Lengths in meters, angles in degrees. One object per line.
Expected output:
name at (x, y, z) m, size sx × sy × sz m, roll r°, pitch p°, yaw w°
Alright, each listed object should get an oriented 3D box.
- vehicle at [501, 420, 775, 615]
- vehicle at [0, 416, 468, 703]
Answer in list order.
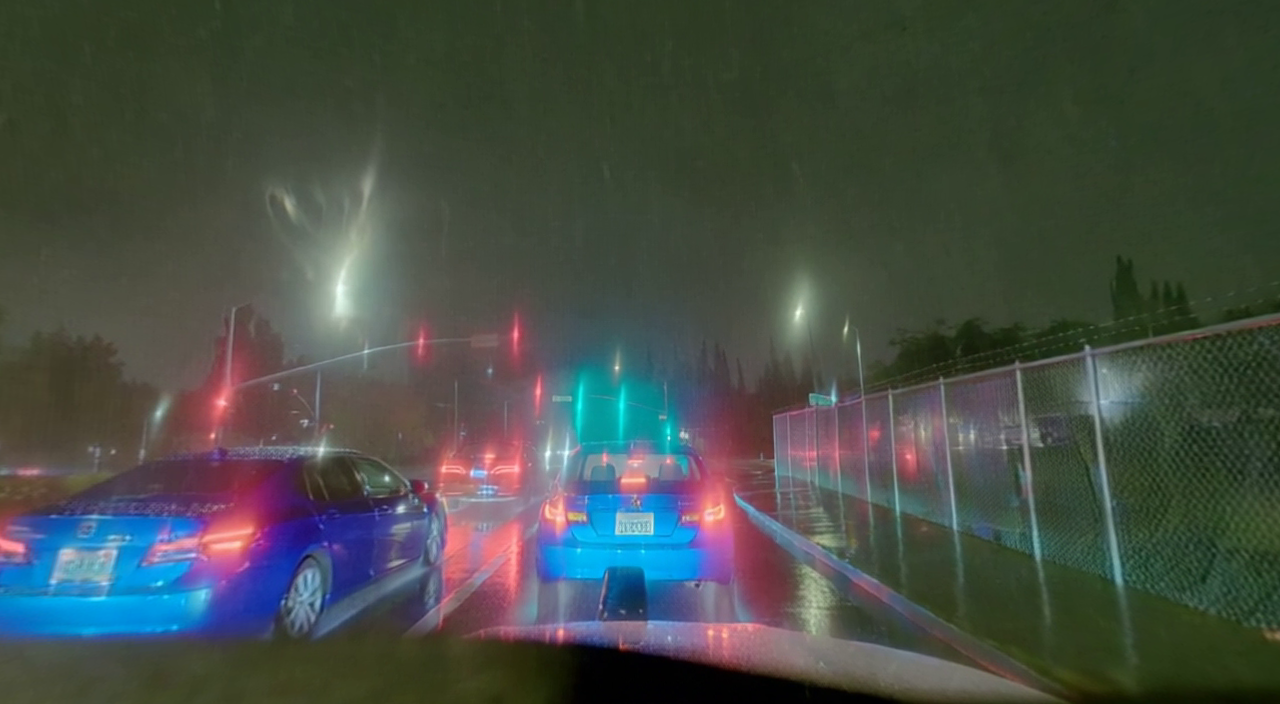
vehicle at (-0.014, 1.605, 7.025) m, size 2.144 × 1.514 × 4.063 m, roll 0°, pitch -9°, yaw 0°
vehicle at (-3.197, 1.422, 5.522) m, size 1.971 × 1.488 × 4.581 m, roll 0°, pitch -9°, yaw 1°
